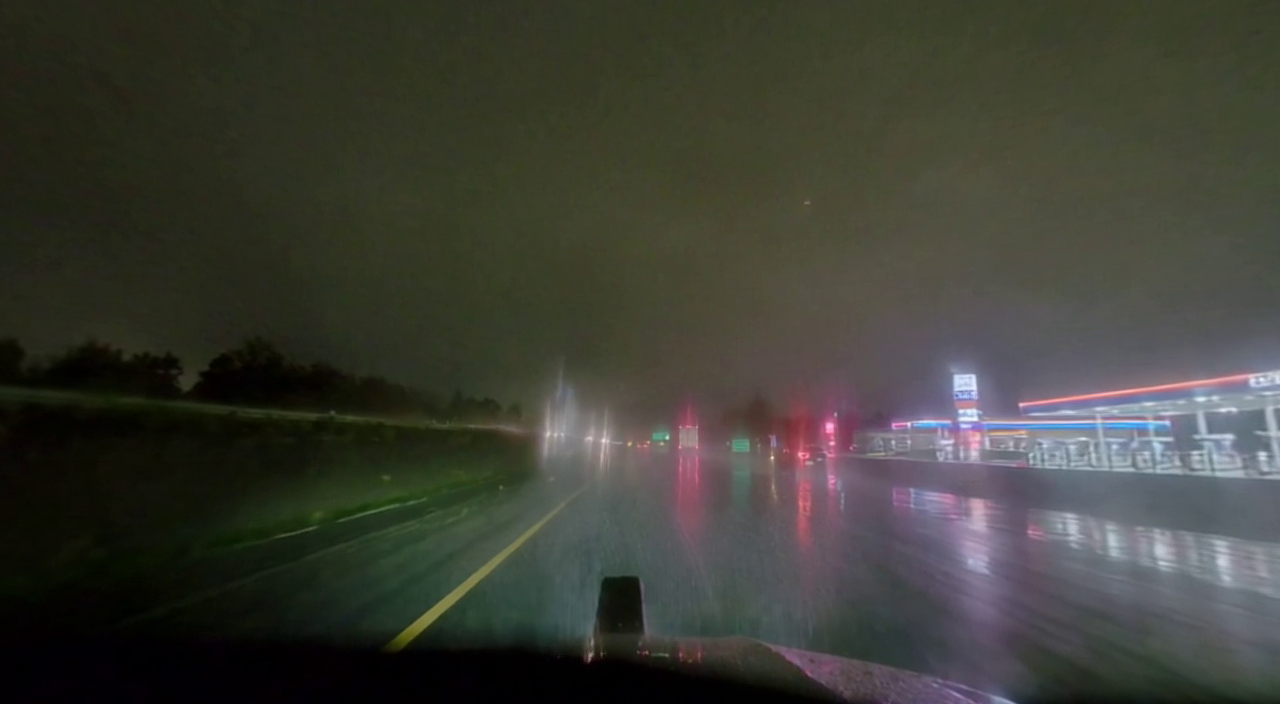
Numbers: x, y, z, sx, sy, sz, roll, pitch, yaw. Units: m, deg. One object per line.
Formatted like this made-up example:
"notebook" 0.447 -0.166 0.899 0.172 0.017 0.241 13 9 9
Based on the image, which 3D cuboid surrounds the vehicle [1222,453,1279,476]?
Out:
"vehicle" 43.494 7.740 43.679 1.820 1.466 4.874 0 -8 1
